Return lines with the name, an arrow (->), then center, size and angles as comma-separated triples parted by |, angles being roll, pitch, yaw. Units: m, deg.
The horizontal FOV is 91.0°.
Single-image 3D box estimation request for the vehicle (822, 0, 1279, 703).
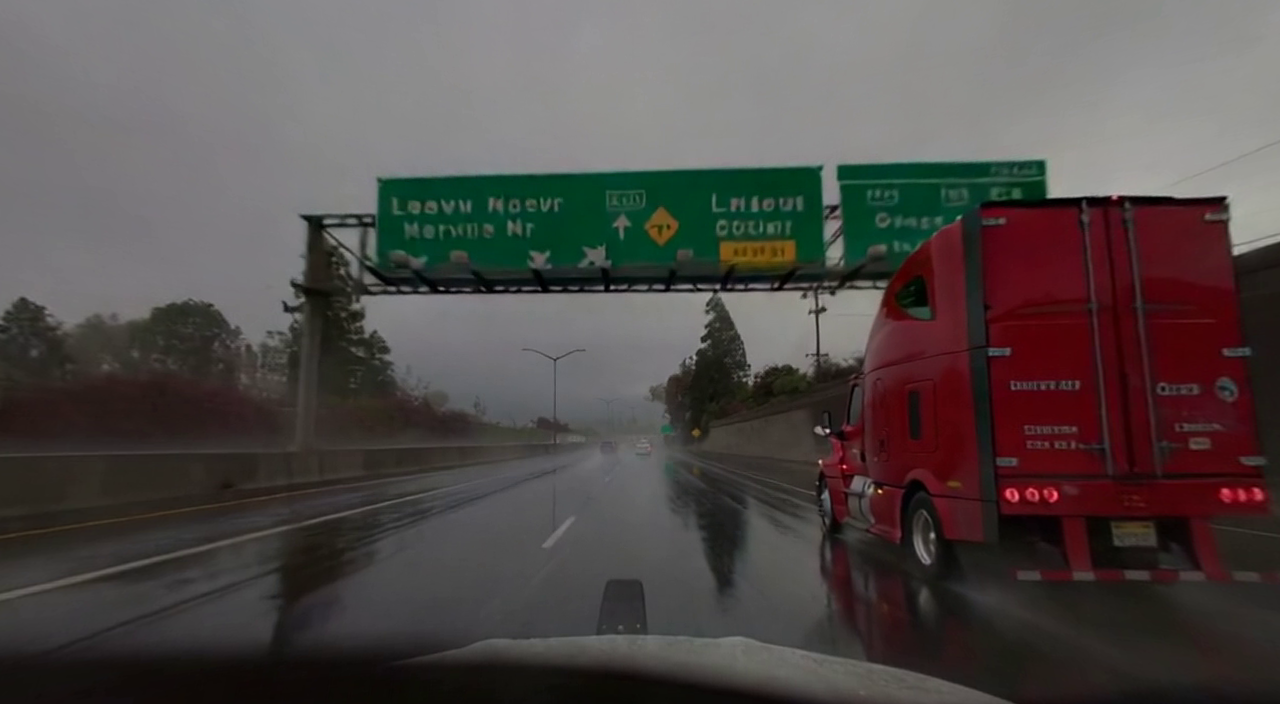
vehicle -> 4.024, 0.184, 5.395 | 3.042, 4.037, 7.253 | 0, -9, 3
